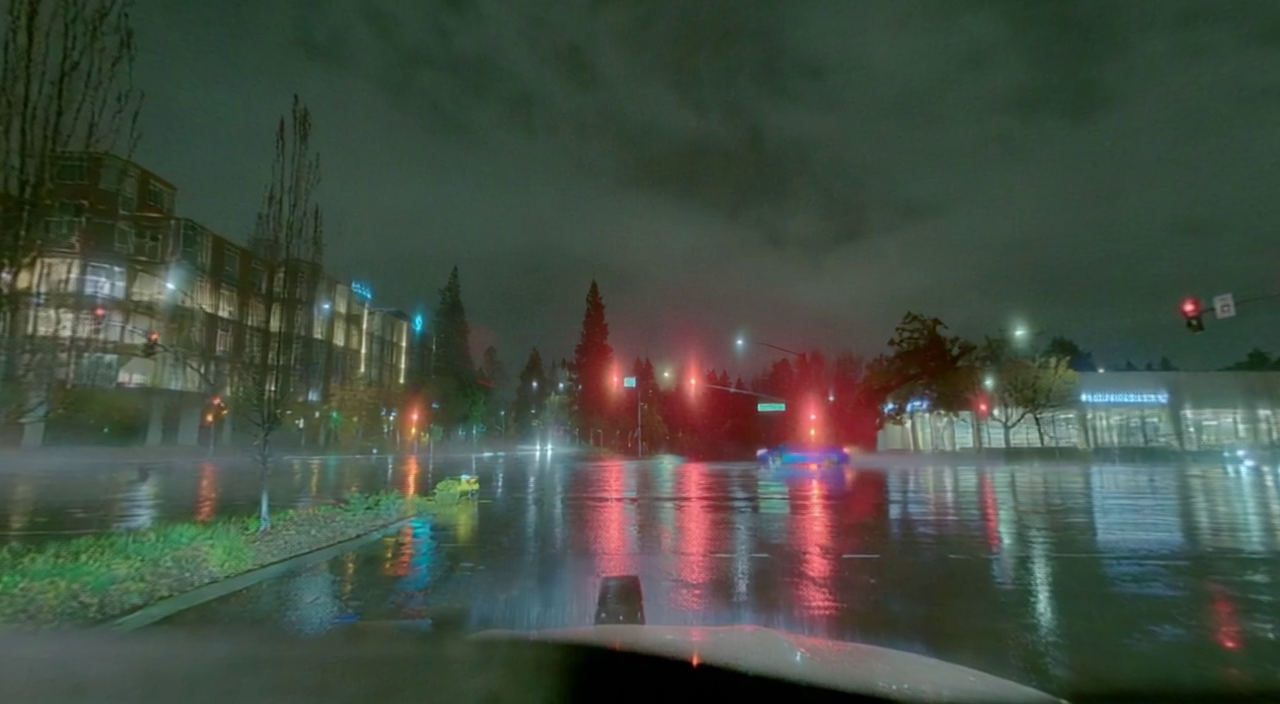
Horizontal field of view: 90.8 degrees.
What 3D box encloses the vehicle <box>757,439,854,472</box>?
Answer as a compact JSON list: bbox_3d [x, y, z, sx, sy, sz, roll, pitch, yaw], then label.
[{"bbox_3d":[8.937,5.582,34.306,4.639,1.699,2.030,0,-9,-4],"label":"vehicle"}]
